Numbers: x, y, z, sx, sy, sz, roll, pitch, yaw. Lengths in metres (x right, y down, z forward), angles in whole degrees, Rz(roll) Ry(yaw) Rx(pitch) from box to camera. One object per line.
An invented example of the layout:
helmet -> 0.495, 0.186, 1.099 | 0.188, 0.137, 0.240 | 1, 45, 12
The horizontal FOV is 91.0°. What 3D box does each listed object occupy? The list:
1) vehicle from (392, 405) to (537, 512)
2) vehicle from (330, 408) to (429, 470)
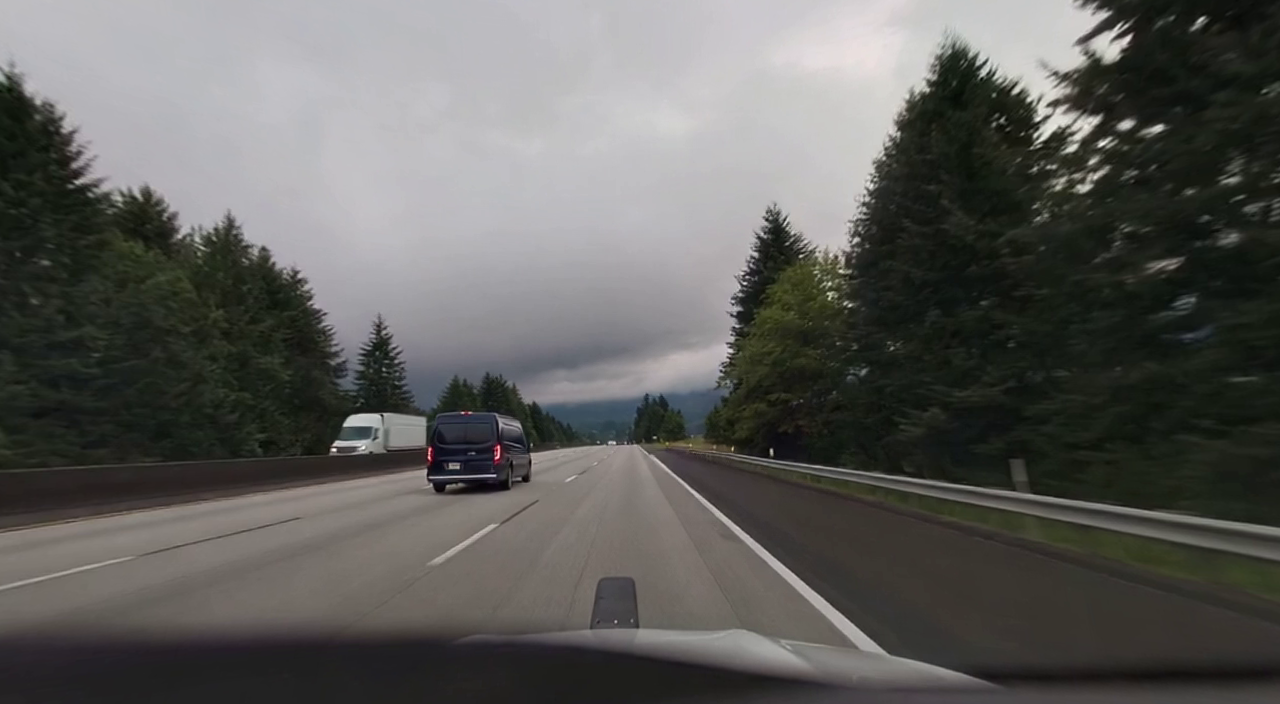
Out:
vehicle -> -3.762, 2.377, 14.483 | 1.976, 2.029, 4.737 | -1, -8, 0
vehicle -> -17.197, 5.882, 42.465 | 2.920, 3.712, 8.832 | -1, -8, 0
